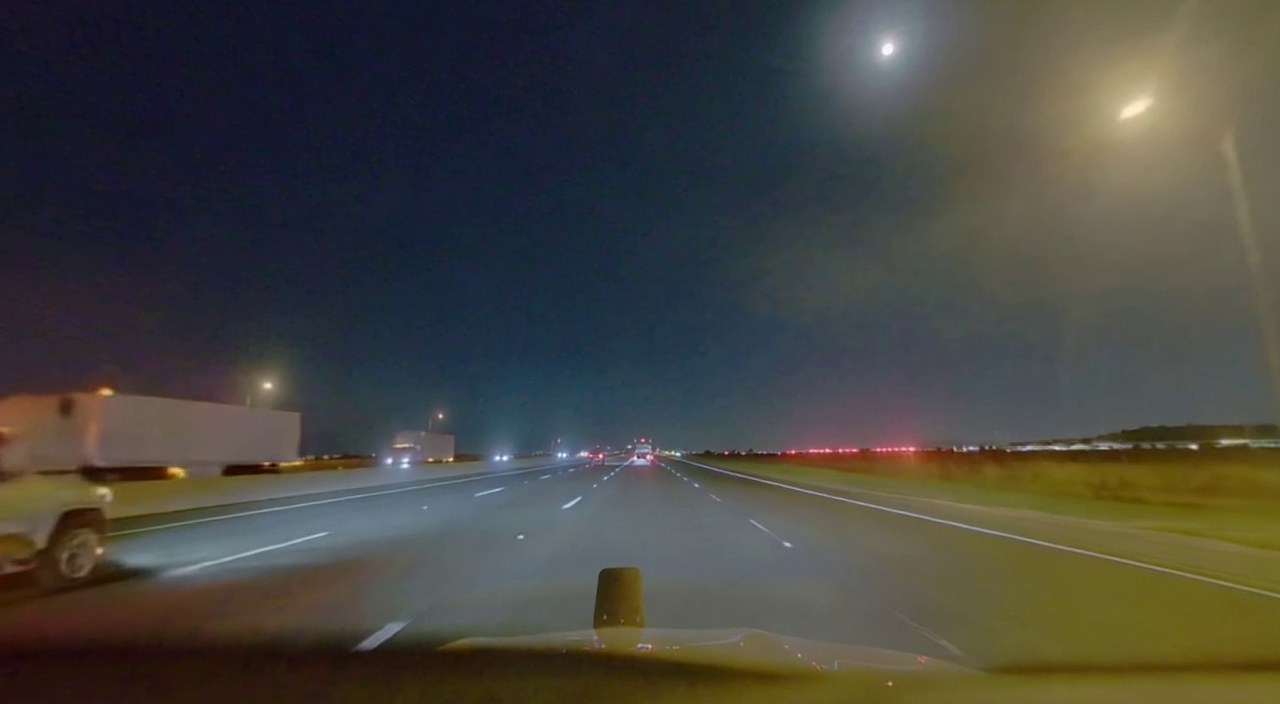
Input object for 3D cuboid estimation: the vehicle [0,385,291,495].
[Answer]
[{"bbox_3d":[-22.807,4.456,30.996,3.098,4.119,14.343,0,-9,0],"label":"vehicle"}]
